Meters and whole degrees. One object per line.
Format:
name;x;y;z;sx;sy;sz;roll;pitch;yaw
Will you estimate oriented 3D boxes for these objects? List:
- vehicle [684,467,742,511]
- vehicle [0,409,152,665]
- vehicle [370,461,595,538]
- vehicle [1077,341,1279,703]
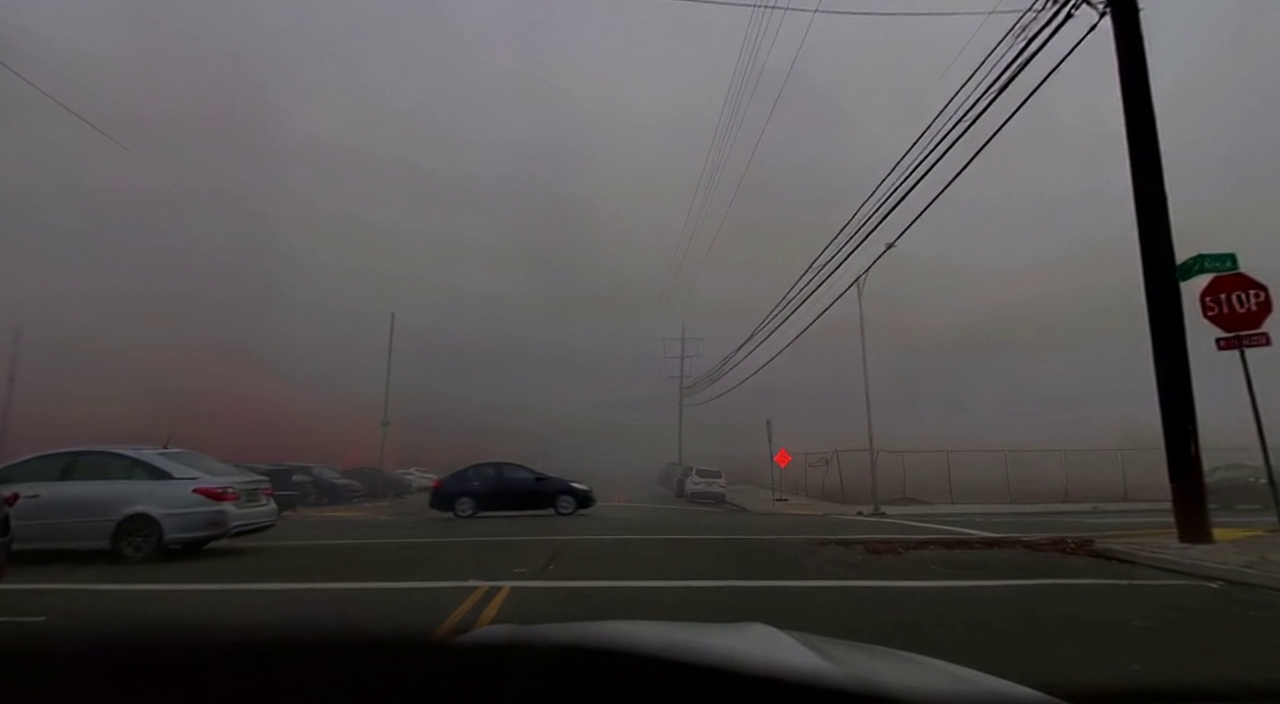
vehicle;3.411;6.506;30.309;2.007;1.804;4.136;1;-8;-4
vehicle;-6.679;1.036;4.114;5.025;1.648;2.055;5;-12;-4
vehicle;-3.289;3.199;14.019;4.549;1.497;1.887;0;-8;-4
vehicle;4.461;0.836;2.194;4.416;1.750;2.011;0;-8;-4
